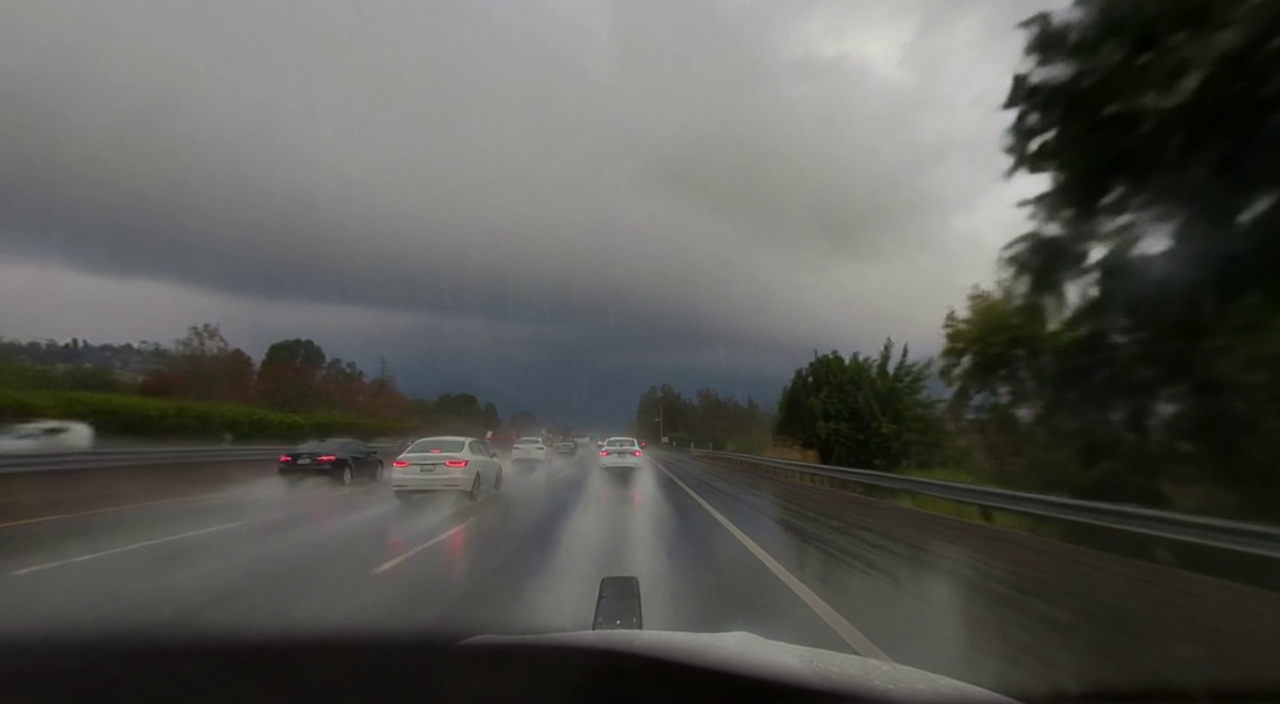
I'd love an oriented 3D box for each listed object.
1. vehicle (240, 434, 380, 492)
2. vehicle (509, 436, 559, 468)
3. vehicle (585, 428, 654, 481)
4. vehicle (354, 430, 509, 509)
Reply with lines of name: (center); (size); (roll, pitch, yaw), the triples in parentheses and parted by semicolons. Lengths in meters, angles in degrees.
vehicle: (-9.221, 3.091, 17.979); (1.850, 1.439, 3.932); (0, -8, 0)
vehicle: (-5.203, 4.931, 31.273); (1.835, 1.432, 3.835); (0, -8, 0)
vehicle: (-0.681, 3.500, 21.852); (2.178, 1.658, 3.916); (0, -8, -1)
vehicle: (-4.392, 2.505, 14.076); (1.971, 1.464, 4.386); (0, -8, 0)
